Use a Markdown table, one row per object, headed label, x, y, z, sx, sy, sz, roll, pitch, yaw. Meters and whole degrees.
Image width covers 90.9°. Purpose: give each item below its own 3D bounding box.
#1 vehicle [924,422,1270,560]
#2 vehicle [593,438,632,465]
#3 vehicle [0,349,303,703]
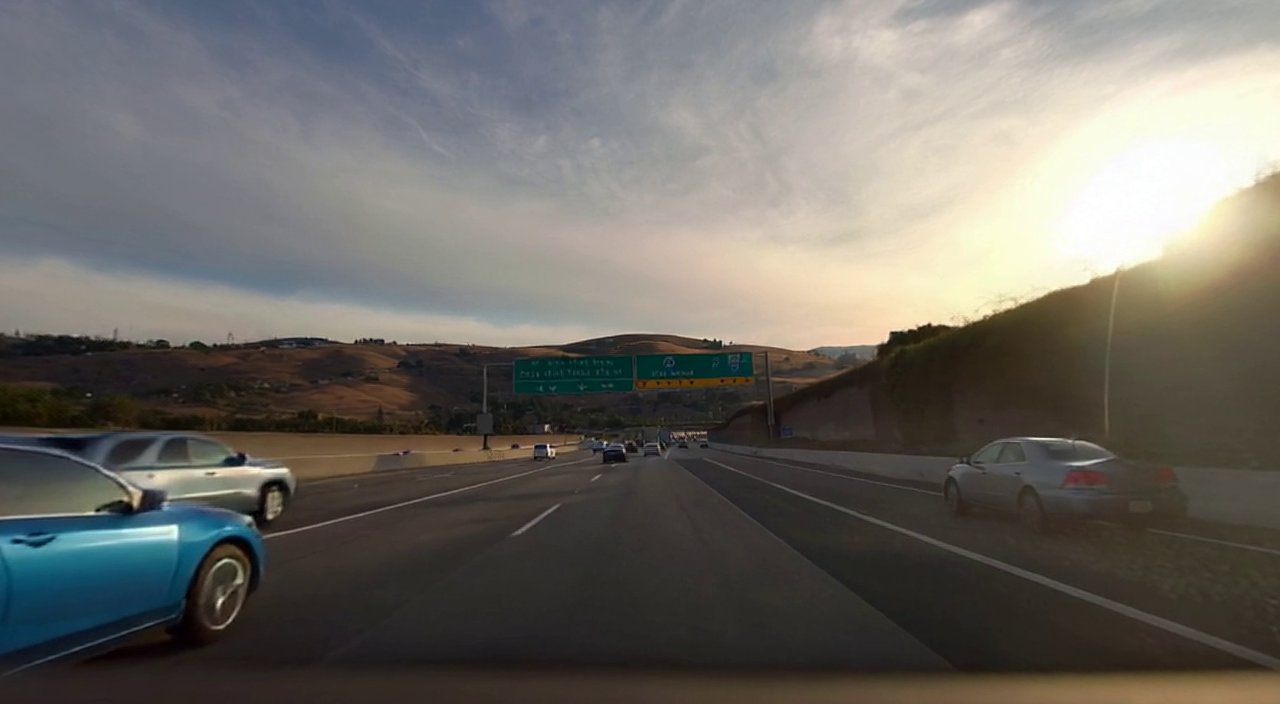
| label | x | y | z | sx | sy | sz | roll | pitch | yaw |
| --- | --- | --- | --- | --- | --- | --- | --- | --- | --- |
| vehicle | 6.541 | 2.011 | 9.921 | 2.122 | 1.646 | 4.491 | 0 | -8 | 1 |
| vehicle | -1.964 | 7.309 | 46.409 | 2.172 | 1.824 | 5.031 | -1 | -8 | 5 |
| vehicle | -3.940 | 0.834 | 2.585 | 2.210 | 1.730 | 5.133 | 0 | -8 | 1 |
